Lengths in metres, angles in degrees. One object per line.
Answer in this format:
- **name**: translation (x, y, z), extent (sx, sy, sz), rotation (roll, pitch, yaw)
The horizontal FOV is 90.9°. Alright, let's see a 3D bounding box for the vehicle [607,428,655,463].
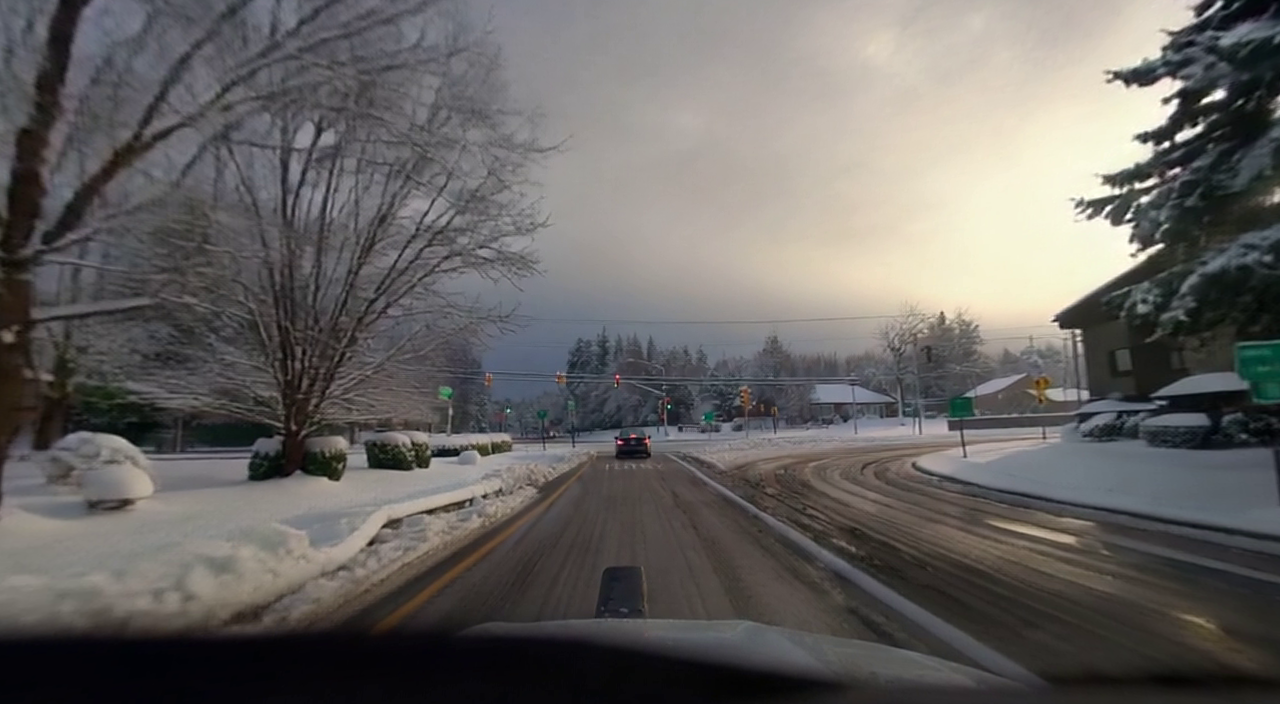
- **vehicle**: translation (-0.424, 4.353, 29.352), extent (2.056, 1.473, 4.380), rotation (0, -8, -1)
